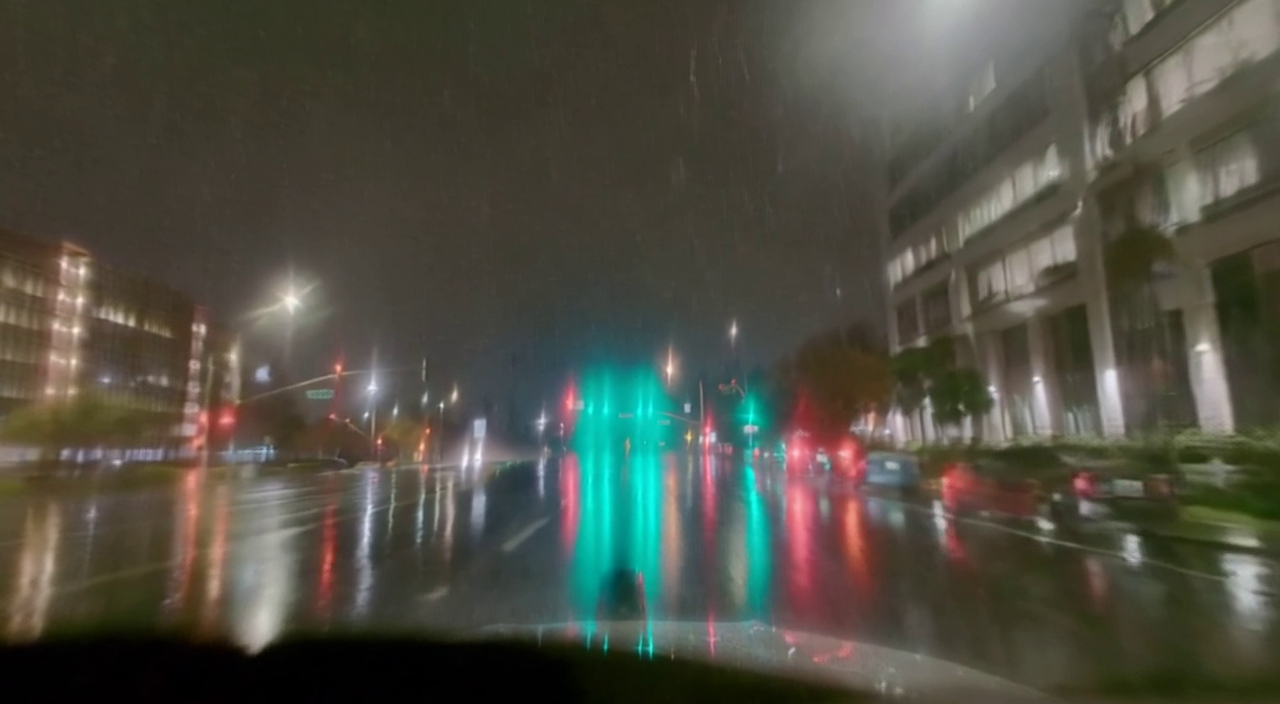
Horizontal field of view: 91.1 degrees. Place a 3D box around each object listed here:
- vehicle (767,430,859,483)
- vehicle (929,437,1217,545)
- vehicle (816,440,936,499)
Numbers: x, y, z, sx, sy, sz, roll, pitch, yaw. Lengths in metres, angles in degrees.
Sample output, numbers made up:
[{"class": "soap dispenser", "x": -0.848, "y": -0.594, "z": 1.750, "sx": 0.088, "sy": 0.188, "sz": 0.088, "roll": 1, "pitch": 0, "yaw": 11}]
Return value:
[{"class": "vehicle", "x": 6.719, "y": 4.147, "z": 25.072, "sx": 2.169, "sy": 1.876, "sz": 4.931, "roll": 0, "pitch": -9, "yaw": -1}, {"class": "vehicle", "x": 6.968, "y": 2.247, "z": 10.857, "sx": 1.864, "sy": 1.466, "sz": 4.352, "roll": 0, "pitch": -9, "yaw": 0}, {"class": "vehicle", "x": 6.796, "y": 3.415, "z": 18.664, "sx": 1.863, "sy": 1.512, "sz": 4.525, "roll": 0, "pitch": -9, "yaw": 1}]
